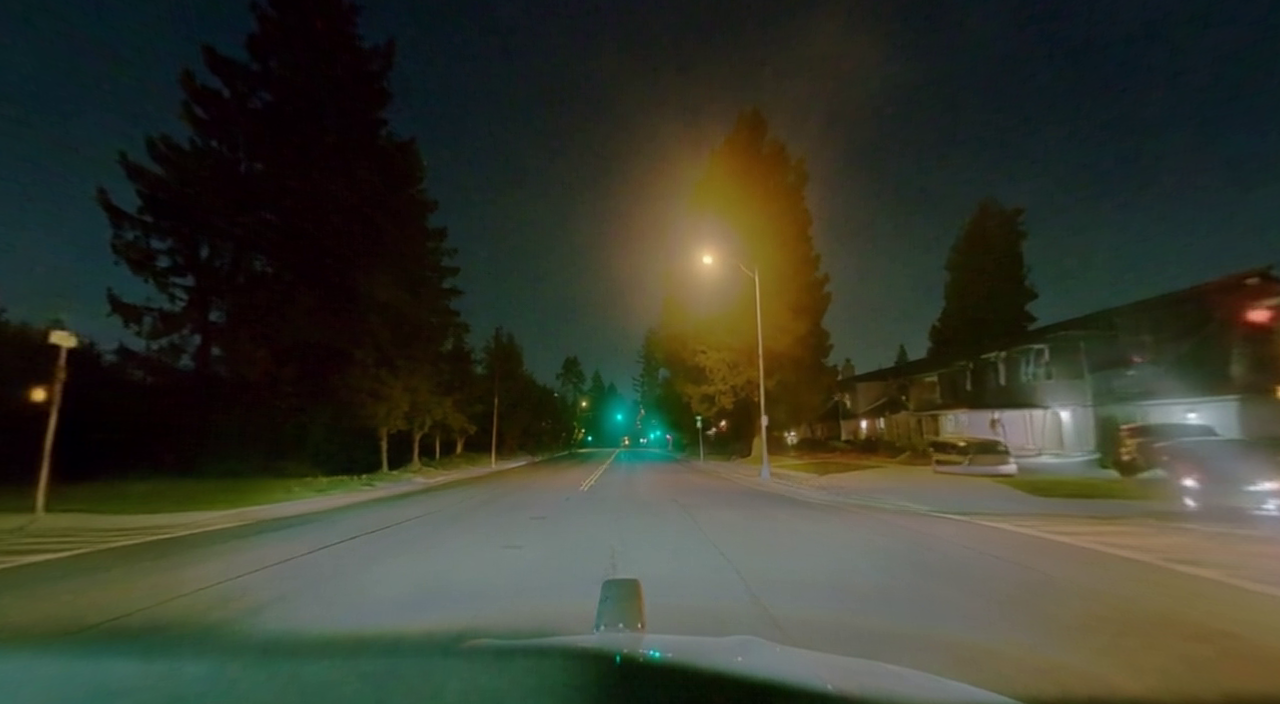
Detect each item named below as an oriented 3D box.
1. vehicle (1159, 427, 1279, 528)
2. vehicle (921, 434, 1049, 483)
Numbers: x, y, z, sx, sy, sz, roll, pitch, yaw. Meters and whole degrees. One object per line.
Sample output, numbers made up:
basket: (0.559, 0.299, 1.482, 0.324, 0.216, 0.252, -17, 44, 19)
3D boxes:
vehicle: (12.393, 2.186, 11.141, 4.448, 1.637, 1.881, -1, -8, 7)
vehicle: (10.541, 3.212, 19.282, 3.191, 1.365, 1.458, -5, -10, 37)
